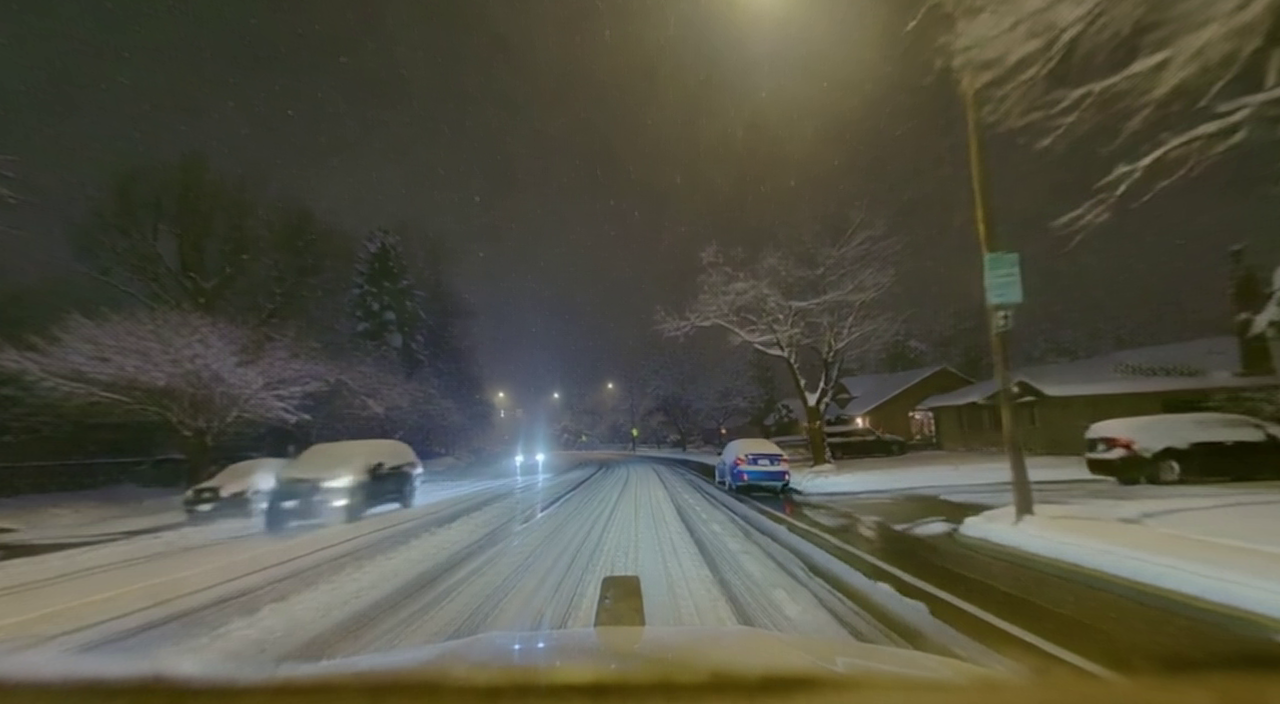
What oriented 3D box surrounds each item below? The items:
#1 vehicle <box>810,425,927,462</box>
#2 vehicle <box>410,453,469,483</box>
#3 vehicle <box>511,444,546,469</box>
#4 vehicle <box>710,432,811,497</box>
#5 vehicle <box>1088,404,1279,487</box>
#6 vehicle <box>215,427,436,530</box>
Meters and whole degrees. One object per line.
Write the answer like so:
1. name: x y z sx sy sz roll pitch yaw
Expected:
1. vehicle: 12.560 5.075 35.152 5.437 1.931 2.837 0 -8 1
2. vehicle: -11.146 6.461 35.461 1.922 1.496 4.598 1 -8 -1
3. vehicle: -8.312 7.811 47.524 2.090 1.724 4.270 1 -8 -4
4. vehicle: 3.692 3.567 20.549 2.176 1.793 5.534 1 -8 0
5. vehicle: 13.026 2.094 14.175 4.360 1.692 2.011 0 -8 0
6. vehicle: -6.537 2.679 14.082 2.294 1.831 5.199 1 -8 -1
